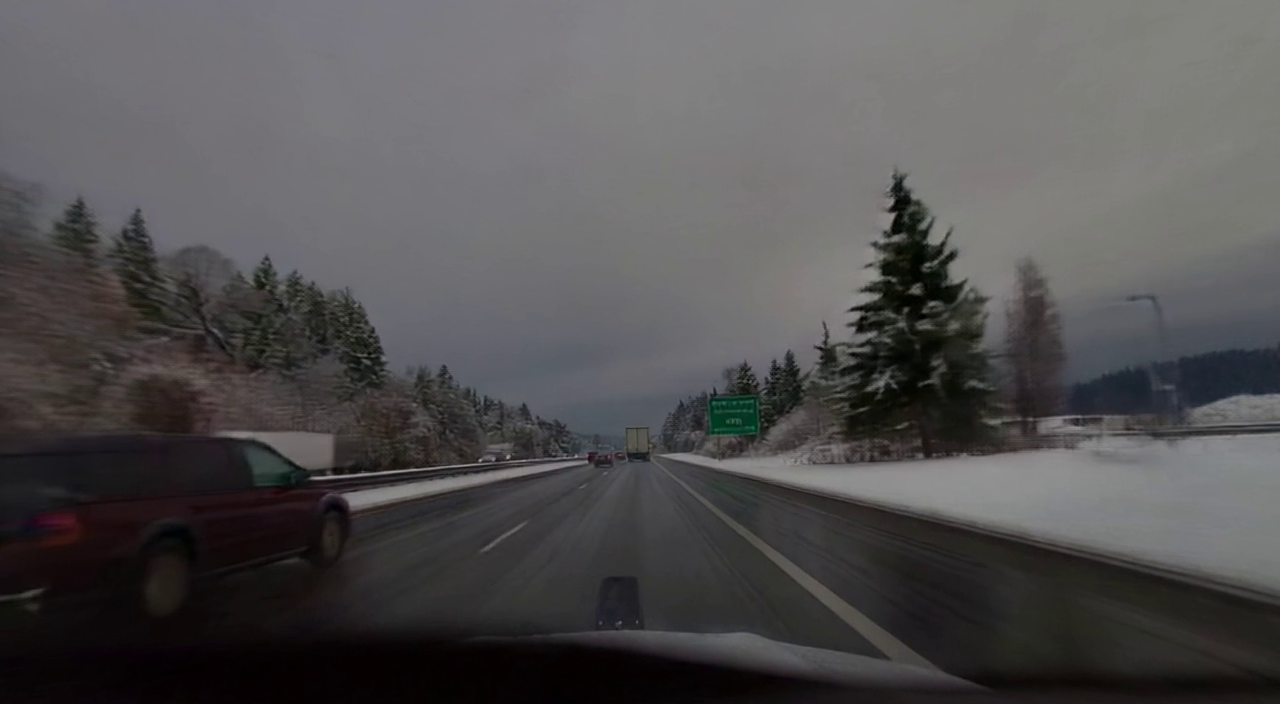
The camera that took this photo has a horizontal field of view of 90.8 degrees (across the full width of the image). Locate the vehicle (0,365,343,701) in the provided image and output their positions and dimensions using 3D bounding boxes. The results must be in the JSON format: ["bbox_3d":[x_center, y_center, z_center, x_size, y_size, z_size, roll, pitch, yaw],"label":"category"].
[{"bbox_3d":[-4.581,1.255,5.067,2.079,1.845,4.654,0,-9,0],"label":"vehicle"}]
